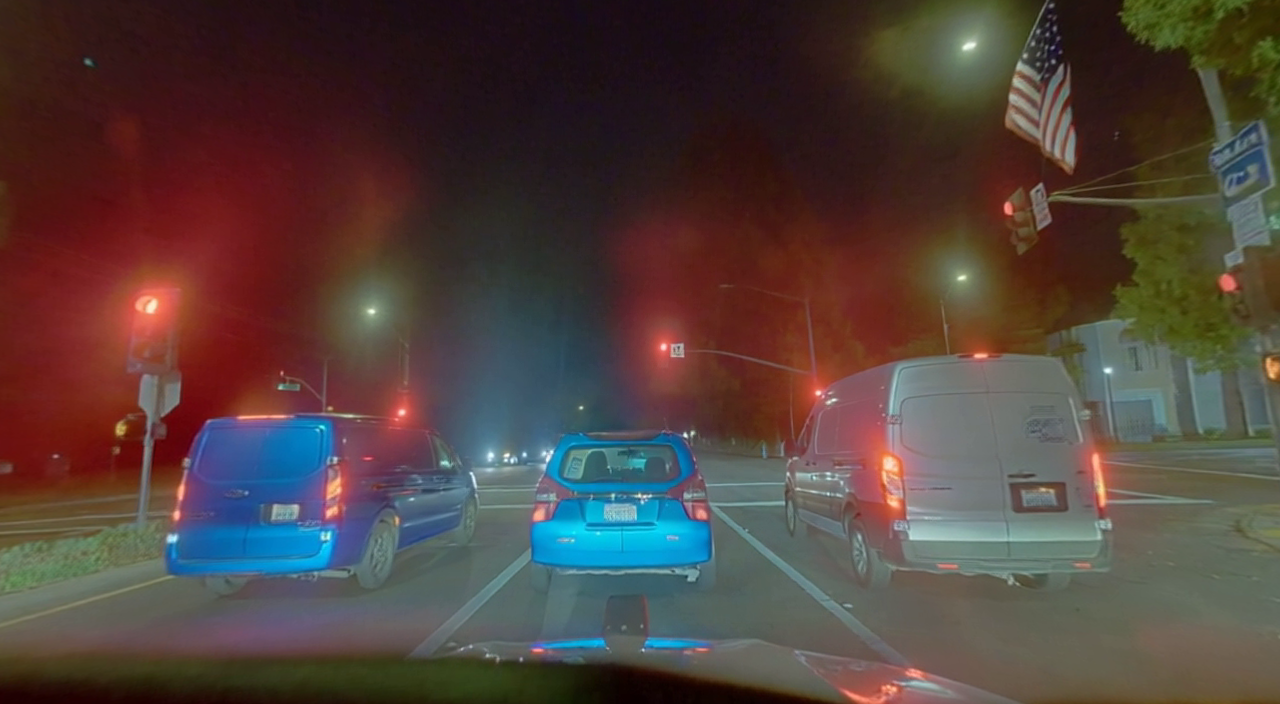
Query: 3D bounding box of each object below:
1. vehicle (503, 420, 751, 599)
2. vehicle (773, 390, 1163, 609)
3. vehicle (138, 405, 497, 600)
[{"bbox_3d":[-0.146,1.644,7.470,2.098,1.494,4.118,0,-9,-1],"label":"vehicle"},{"bbox_3d":[3.095,1.512,7.326,2.178,1.746,4.400,0,-9,1],"label":"vehicle"},{"bbox_3d":[-3.291,1.610,7.569,2.024,1.677,3.998,-1,-9,3],"label":"vehicle"}]
